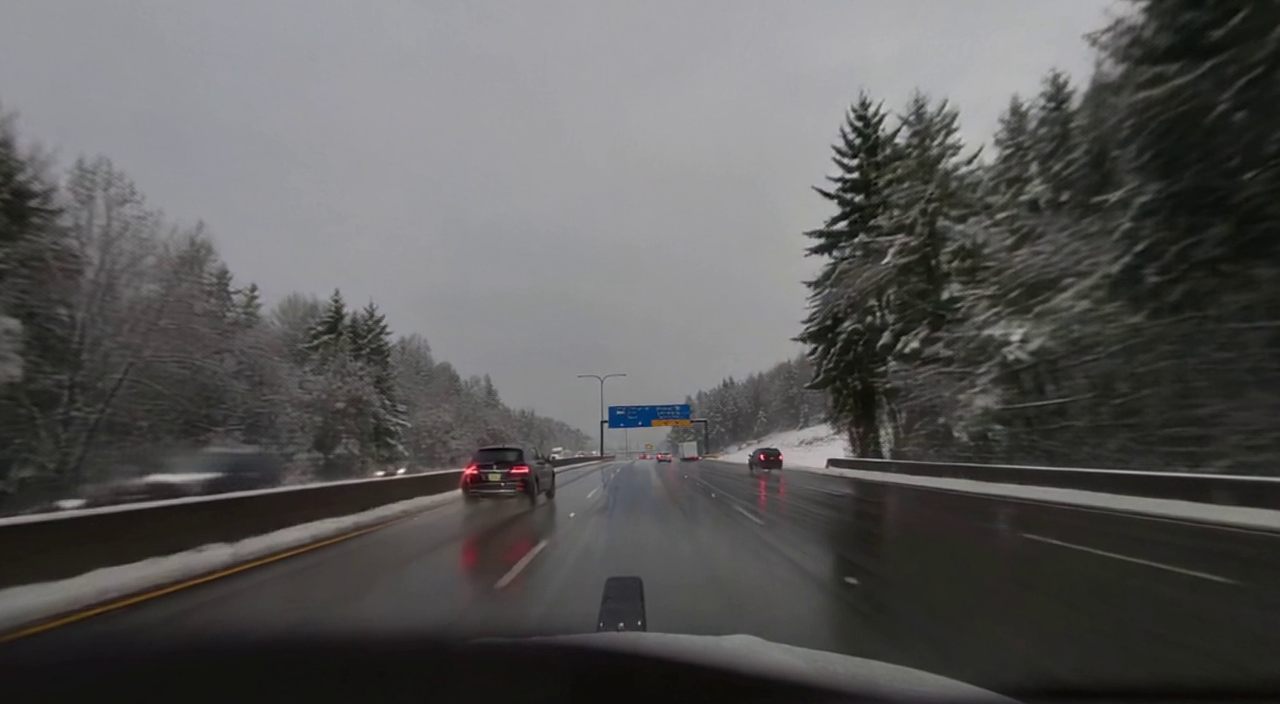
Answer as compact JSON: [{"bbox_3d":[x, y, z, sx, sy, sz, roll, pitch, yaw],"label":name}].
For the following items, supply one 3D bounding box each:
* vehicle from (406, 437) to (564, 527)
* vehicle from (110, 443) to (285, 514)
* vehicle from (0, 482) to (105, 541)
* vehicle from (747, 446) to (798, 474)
[{"bbox_3d":[-3.004,2.642,13.352,2.191,1.563,4.318,0,-9,1],"label":"vehicle"},{"bbox_3d":[-15.038,4.272,21.926,2.276,2.132,5.070,0,-9,1],"label":"vehicle"},{"bbox_3d":[-19.543,4.973,19.947,1.982,1.508,3.669,0,-9,-1],"label":"vehicle"},{"bbox_3d":[7.647,6.280,36.866,1.943,1.493,4.507,0,-9,-1],"label":"vehicle"}]
